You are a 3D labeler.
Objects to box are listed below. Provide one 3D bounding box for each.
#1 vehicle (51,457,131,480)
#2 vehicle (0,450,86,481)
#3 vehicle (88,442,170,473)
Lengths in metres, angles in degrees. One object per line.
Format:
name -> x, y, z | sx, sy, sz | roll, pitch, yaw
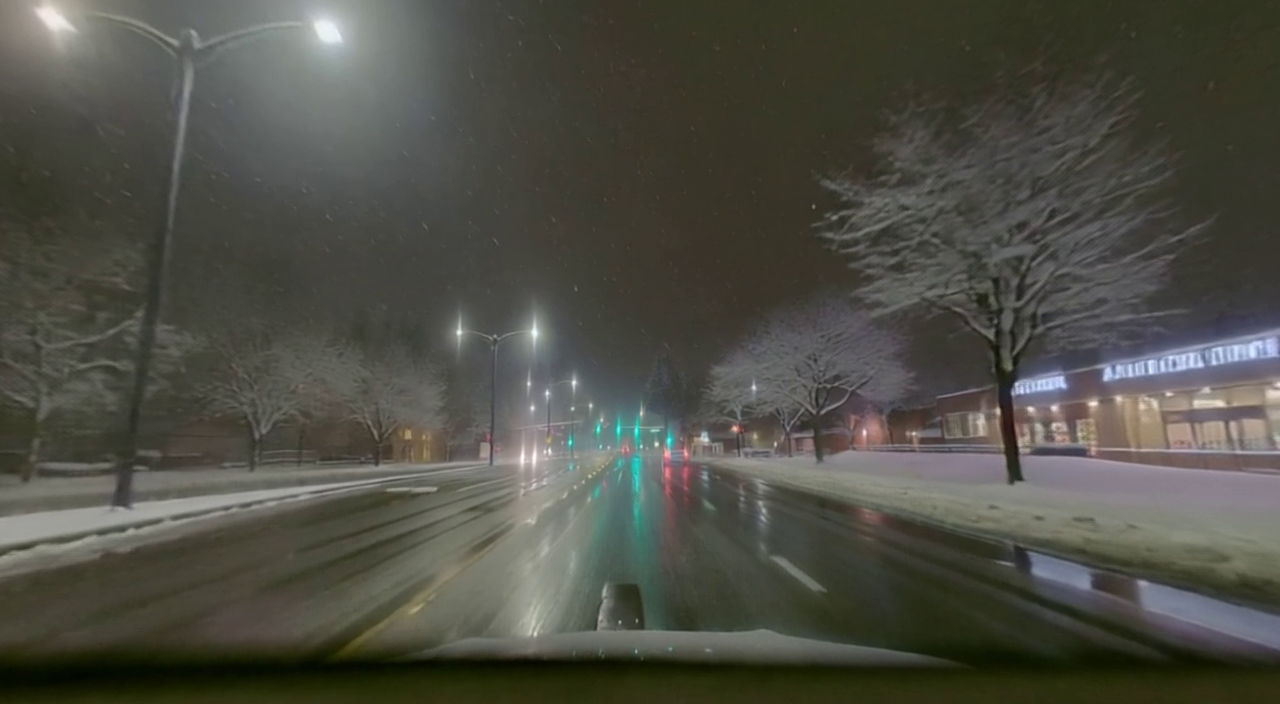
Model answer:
vehicle -> -33.576, 7.124, 38.545 | 3.332, 1.339, 1.610 | 0, -8, -2
vehicle -> -32.783, 5.986, 33.294 | 4.736, 1.573, 2.176 | 0, -8, -2
vehicle -> -33.230, 6.852, 40.996 | 3.825, 1.489, 1.778 | -7, -7, -2
